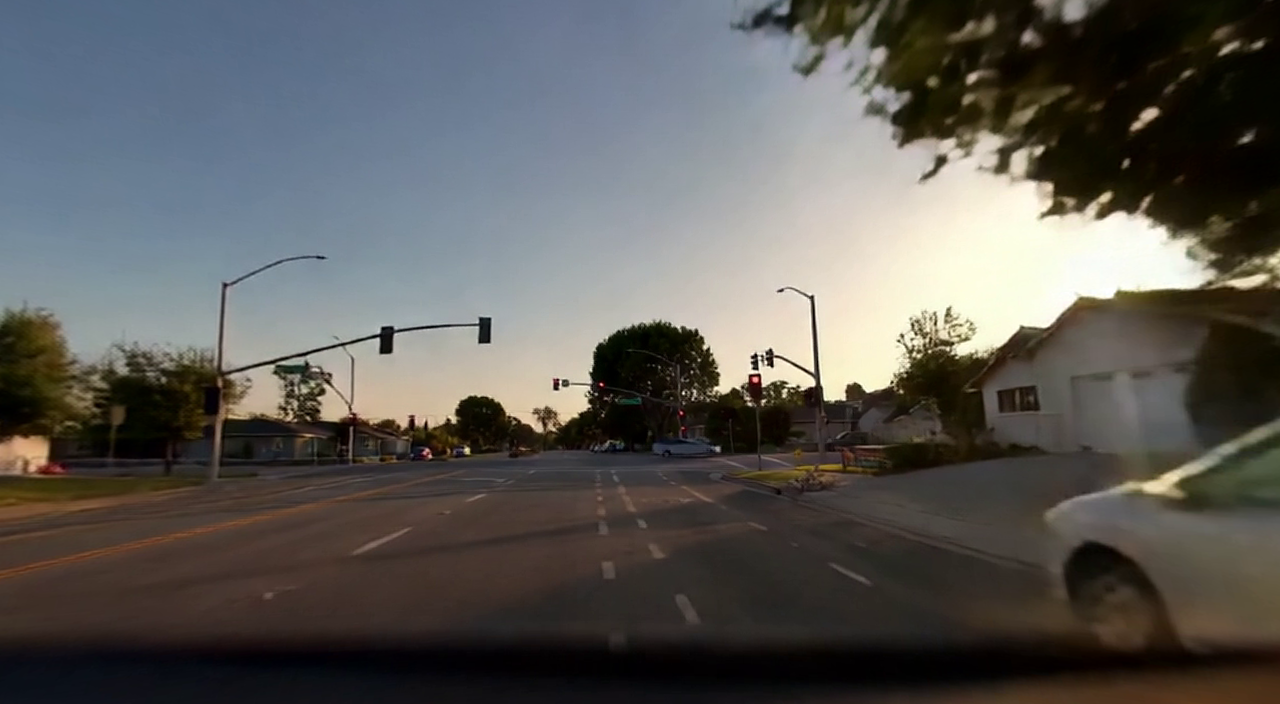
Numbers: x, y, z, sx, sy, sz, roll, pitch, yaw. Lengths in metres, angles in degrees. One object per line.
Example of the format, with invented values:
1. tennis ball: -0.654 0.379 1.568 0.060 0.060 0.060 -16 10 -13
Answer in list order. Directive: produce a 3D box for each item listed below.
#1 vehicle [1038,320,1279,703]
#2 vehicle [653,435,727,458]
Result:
1. vehicle: 3.844 0.684 1.892 2.170 1.869 4.594 0 -9 -1
2. vehicle: 3.291 6.331 42.202 4.759 1.461 1.788 0 -9 -3
